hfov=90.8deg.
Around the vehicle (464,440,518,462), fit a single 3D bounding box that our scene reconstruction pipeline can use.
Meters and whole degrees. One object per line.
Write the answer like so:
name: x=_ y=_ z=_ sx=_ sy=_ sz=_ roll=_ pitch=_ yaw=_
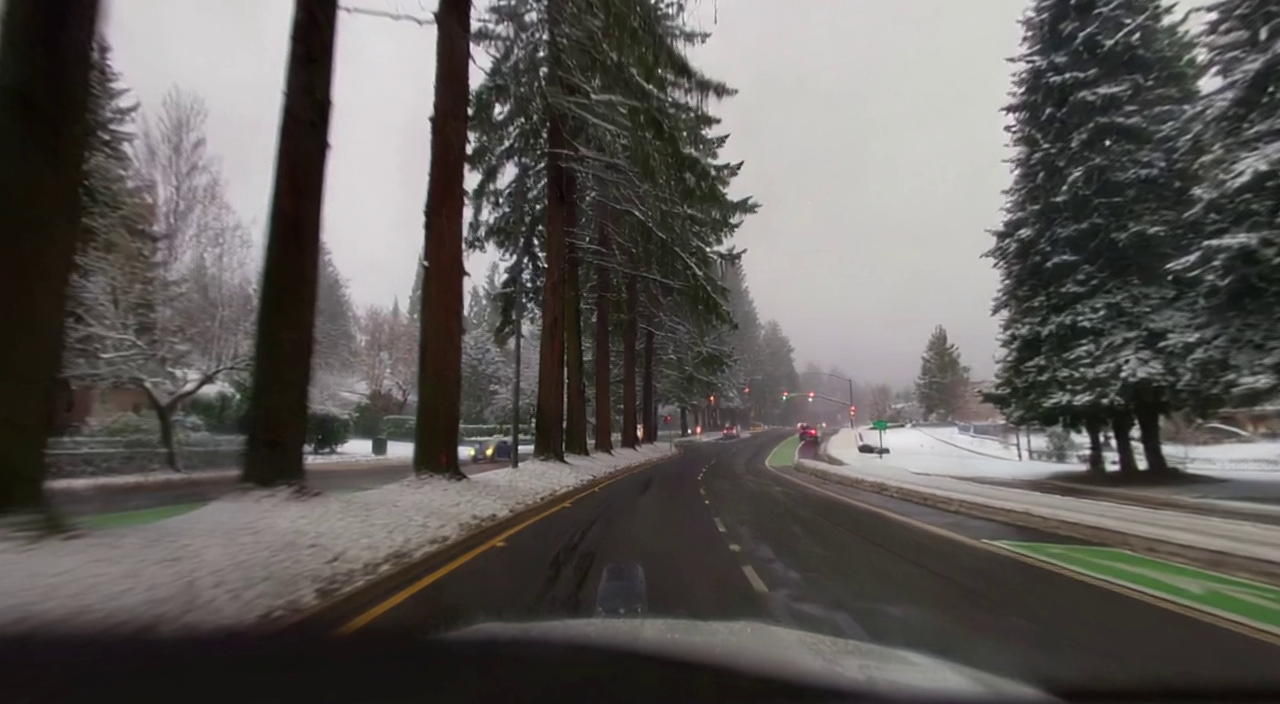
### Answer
vehicle: x=-10.918 y=7.294 z=46.660 sx=2.061 sy=1.559 sz=4.729 roll=-2 pitch=-9 yaw=10
